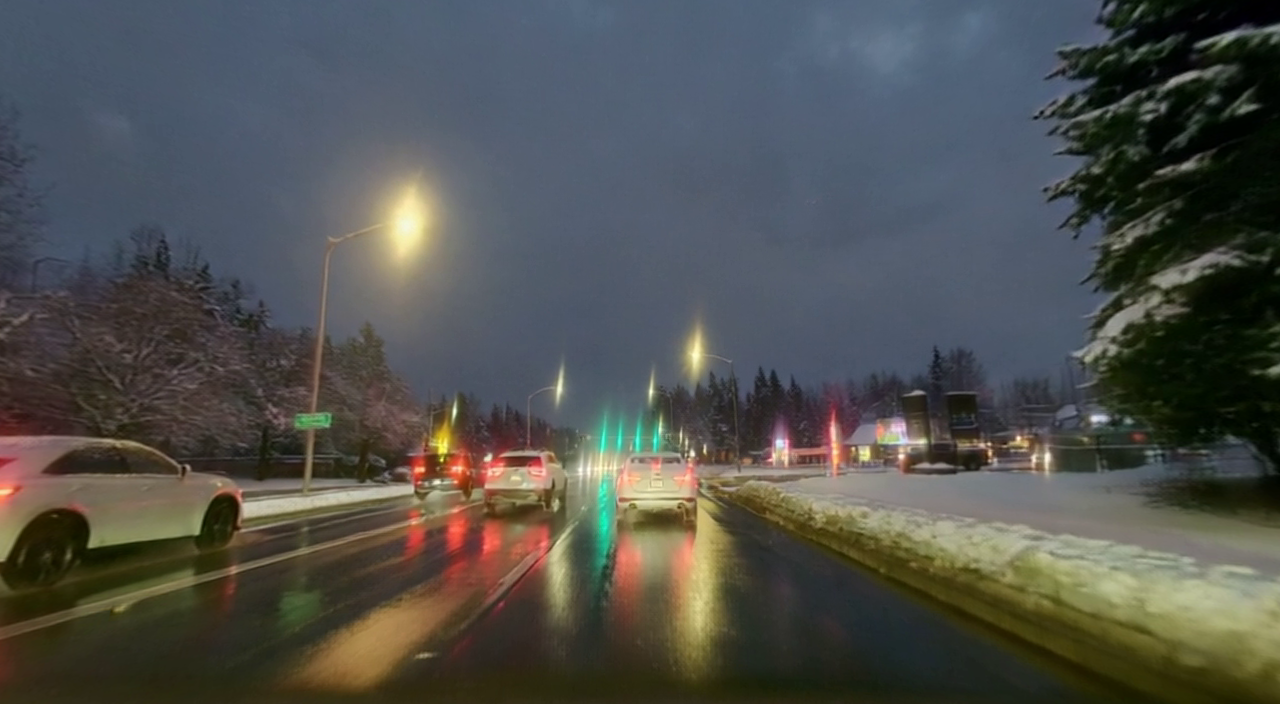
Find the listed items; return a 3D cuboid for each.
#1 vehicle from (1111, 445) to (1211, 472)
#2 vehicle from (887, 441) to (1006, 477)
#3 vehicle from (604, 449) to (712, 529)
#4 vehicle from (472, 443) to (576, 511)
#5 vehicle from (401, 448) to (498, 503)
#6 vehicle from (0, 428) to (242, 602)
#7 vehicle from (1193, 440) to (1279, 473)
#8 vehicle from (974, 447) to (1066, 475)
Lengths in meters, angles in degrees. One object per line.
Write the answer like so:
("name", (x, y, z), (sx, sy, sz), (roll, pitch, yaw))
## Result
("vehicle", (30.546, 6.205, 36.988), (1.757, 1.496, 4.200), (7, -11, -42))
("vehicle", (18.198, 6.311, 37.571), (5.852, 1.962, 2.323), (-8, -11, 41))
("vehicle", (0.390, 2.970, 14.254), (2.091, 1.494, 3.962), (0, -9, 1))
("vehicle", (-3.202, 3.543, 18.468), (2.055, 1.725, 4.732), (0, -9, 1))
("vehicle", (-6.787, 4.421, 22.975), (2.032, 1.767, 4.549), (0, -9, 1))
("vehicle", (-7.126, 1.780, 7.449), (1.968, 1.657, 4.230), (0, -9, 1))
("vehicle", (35.010, 6.124, 36.702), (3.950, 1.521, 1.741), (-15, -17, 39))
("vehicle", (22.463, 6.469, 37.298), (4.220, 1.550, 1.935), (-9, -13, 43))
